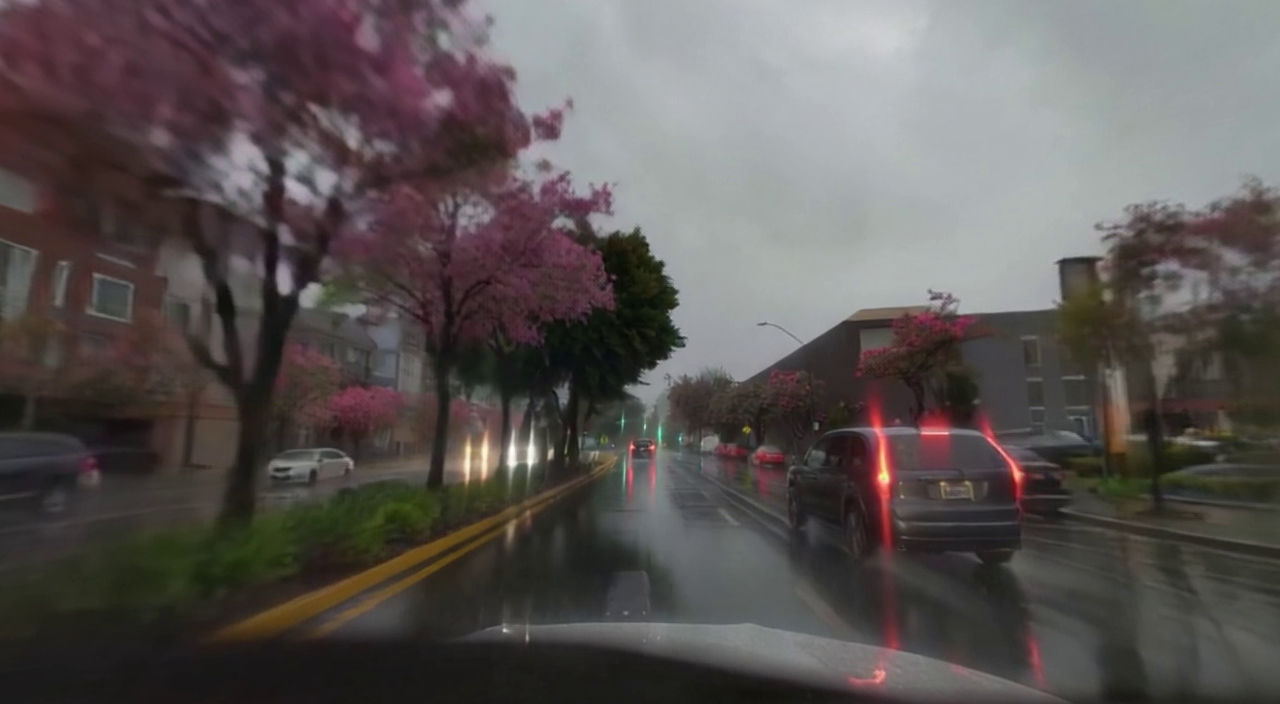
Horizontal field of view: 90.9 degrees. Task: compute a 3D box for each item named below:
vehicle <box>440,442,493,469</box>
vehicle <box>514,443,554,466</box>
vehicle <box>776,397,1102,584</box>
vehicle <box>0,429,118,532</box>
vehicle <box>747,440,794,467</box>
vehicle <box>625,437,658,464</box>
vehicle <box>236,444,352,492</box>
[{"bbox_3d":[-11.295,6.778,41.358,2.049,1.641,4.573,0,-8,2],"label":"vehicle"},{"bbox_3d":[-7.452,7.202,44.638,1.960,1.530,4.313,0,-8,2],"label":"vehicle"},{"bbox_3d":[3.318,1.643,8.291,2.071,1.747,4.549,0,-8,1],"label":"vehicle"},{"bbox_3d":[-11.925,2.175,10.628,2.021,1.730,4.866,0,-8,1],"label":"vehicle"},{"bbox_3d":[8.186,6.405,39.839,1.919,1.586,4.692,0,-8,-1],"label":"vehicle"},{"bbox_3d":[0.161,7.025,45.160,2.244,1.813,4.129,0,-8,1],"label":"vehicle"},{"bbox_3d":[-11.809,3.953,21.807,1.779,1.495,3.766,0,-8,2],"label":"vehicle"}]
